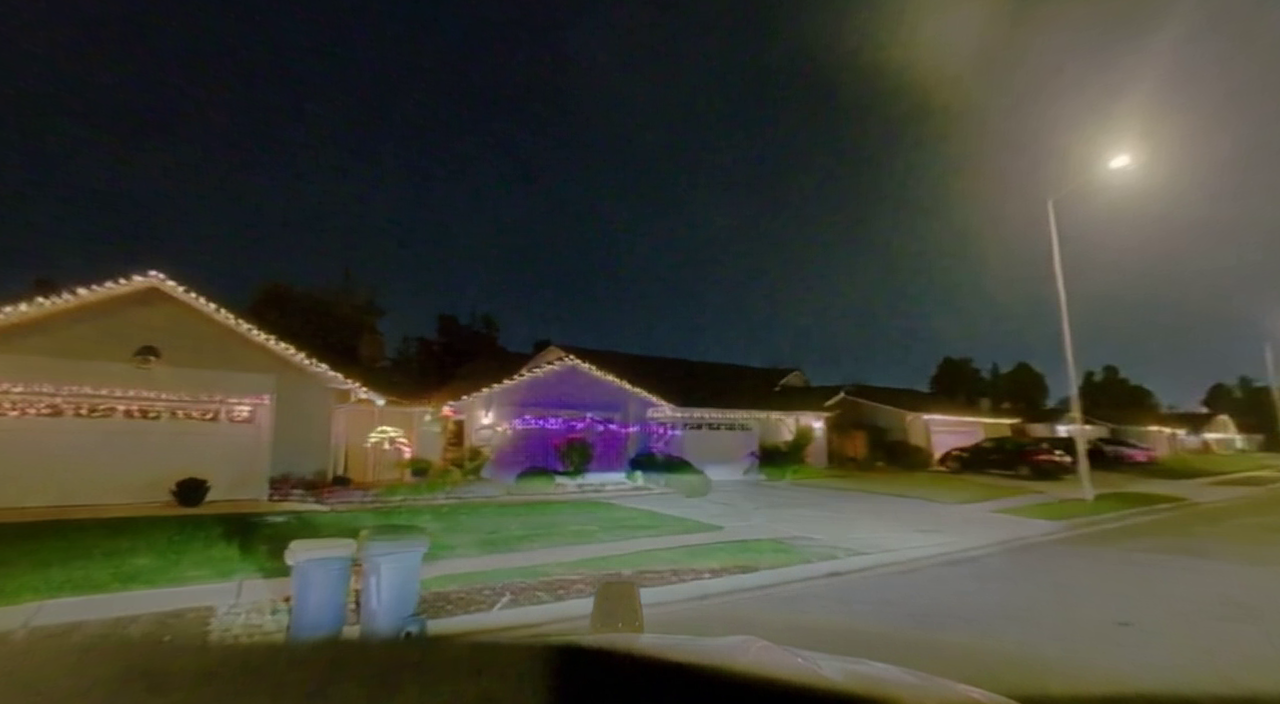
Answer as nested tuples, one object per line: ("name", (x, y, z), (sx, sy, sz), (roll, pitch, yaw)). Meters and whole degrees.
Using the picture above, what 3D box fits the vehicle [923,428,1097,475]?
("vehicle", (12.996, 3.511, 22.522), (1.807, 1.485, 4.916), (6, -10, -38))
